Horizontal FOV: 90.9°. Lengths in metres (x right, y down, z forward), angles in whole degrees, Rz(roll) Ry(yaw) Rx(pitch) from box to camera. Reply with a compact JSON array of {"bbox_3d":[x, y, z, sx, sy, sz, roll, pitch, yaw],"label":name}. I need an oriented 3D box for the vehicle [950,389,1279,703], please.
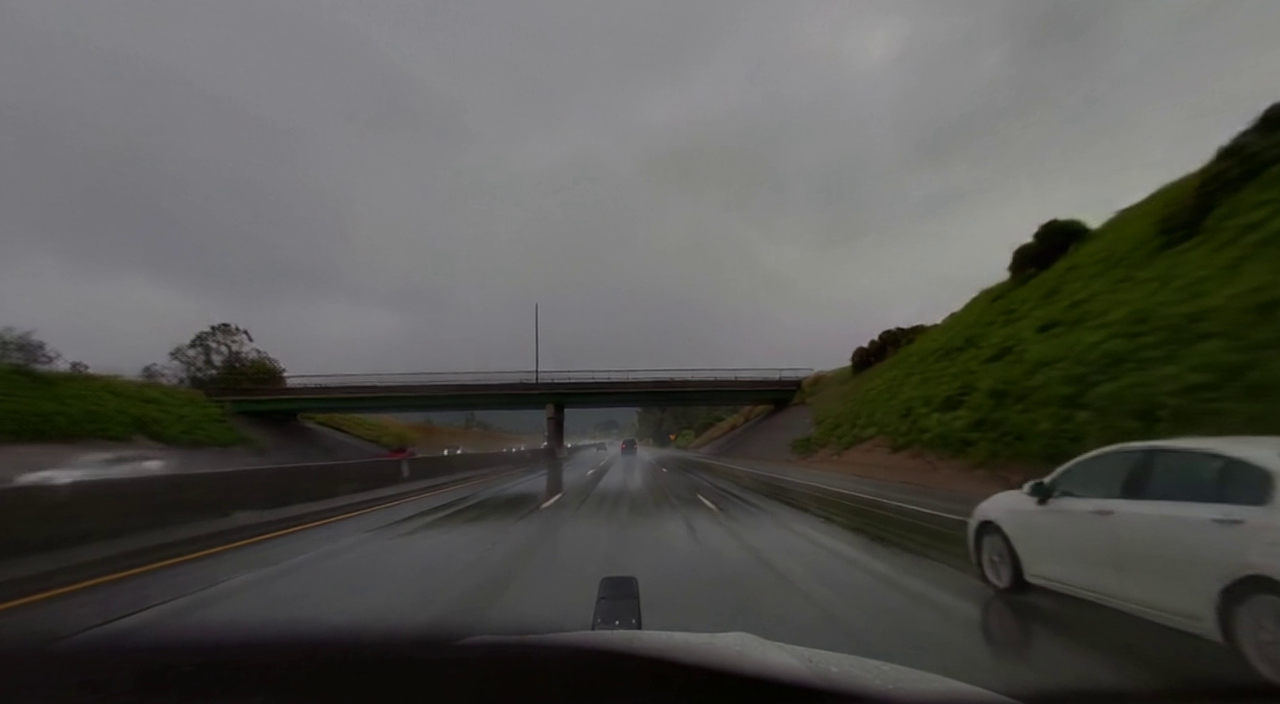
[{"bbox_3d":[3.680,0.980,3.087,2.079,1.515,4.196,0,-8,-2],"label":"vehicle"}]
